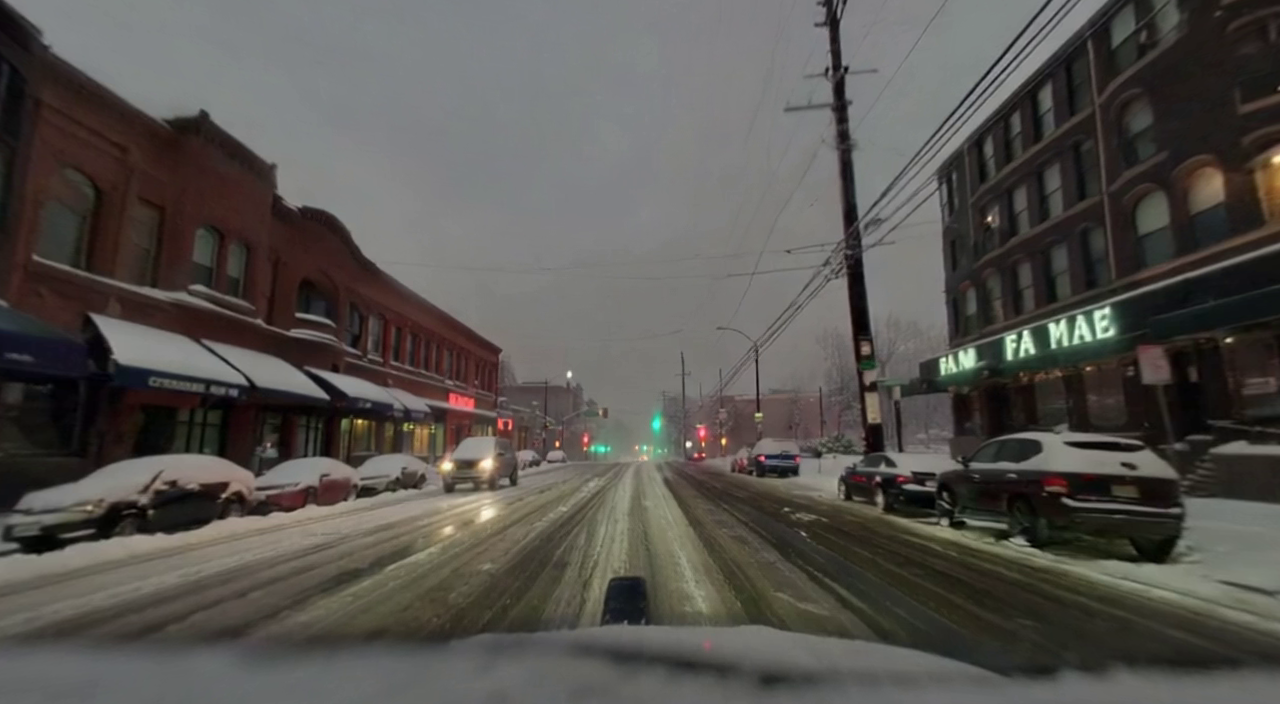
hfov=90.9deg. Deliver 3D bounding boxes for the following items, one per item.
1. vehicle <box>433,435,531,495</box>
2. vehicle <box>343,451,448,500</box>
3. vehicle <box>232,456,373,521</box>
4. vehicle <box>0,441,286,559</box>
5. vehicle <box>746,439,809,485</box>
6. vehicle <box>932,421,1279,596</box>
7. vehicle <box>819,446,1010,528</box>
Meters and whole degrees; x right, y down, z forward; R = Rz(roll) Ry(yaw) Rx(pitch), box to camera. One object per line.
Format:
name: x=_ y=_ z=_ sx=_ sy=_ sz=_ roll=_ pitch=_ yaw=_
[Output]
vehicle: x=-5.569 y=4.054 z=23.088 sx=2.203 sy=1.937 sz=5.133 roll=0 pitch=-8 yaw=1
vehicle: x=-8.716 y=4.479 z=22.972 sx=1.905 sy=1.576 sz=4.566 roll=-1 pitch=-11 yaw=1
vehicle: x=-8.964 y=3.647 z=17.138 sx=1.783 sy=1.512 sz=3.678 roll=-1 pitch=-11 yaw=-1
vehicle: x=-8.995 y=2.721 z=12.023 sx=1.916 sy=1.738 sz=4.451 roll=-1 pitch=-11 yaw=-1
vehicle: x=6.158 y=4.958 z=28.764 sx=1.922 sy=1.871 sz=4.477 roll=0 pitch=-8 yaw=1
vehicle: x=5.827 y=1.859 z=8.415 sx=1.864 sy=1.699 sz=4.317 roll=0 pitch=-8 yaw=2
vehicle: x=5.747 y=2.842 z=14.007 sx=2.032 sy=1.466 sz=4.660 roll=0 pitch=-8 yaw=-2
